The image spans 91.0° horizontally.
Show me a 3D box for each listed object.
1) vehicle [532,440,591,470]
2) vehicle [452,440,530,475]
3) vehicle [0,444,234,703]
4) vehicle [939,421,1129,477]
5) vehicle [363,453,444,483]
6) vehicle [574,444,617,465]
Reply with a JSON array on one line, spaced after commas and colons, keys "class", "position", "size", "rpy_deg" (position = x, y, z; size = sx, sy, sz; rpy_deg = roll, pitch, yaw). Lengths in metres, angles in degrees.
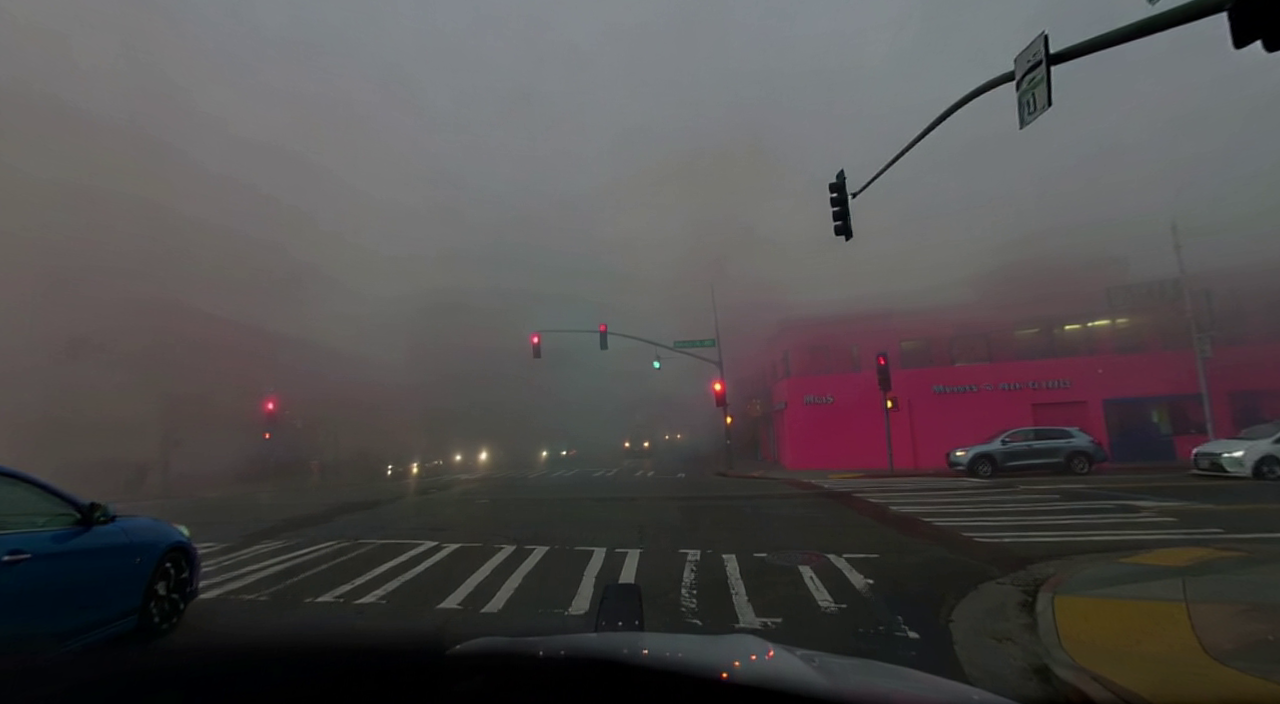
[{"class": "vehicle", "position": [-4.497, 5.993, 36.856], "size": [1.928, 1.647, 4.575], "rpy_deg": [-2, -9, 13]}, {"class": "vehicle", "position": [-8.393, 5.980, 36.058], "size": [2.152, 1.825, 5.406], "rpy_deg": [-2, -9, 12]}, {"class": "vehicle", "position": [-3.688, 0.978, 2.144], "size": [1.759, 1.325, 4.295], "rpy_deg": [0, -9, 0]}, {"class": "vehicle", "position": [11.575, 2.892, 18.791], "size": [4.355, 1.546, 1.820], "rpy_deg": [-1, -9, 6]}, {"class": "vehicle", "position": [-12.586, 6.175, 33.872], "size": [1.976, 1.425, 4.567], "rpy_deg": [-1, -9, 9]}, {"class": "vehicle", "position": [-3.043, 7.167, 44.031], "size": [1.743, 1.362, 4.350], "rpy_deg": [-2, -9, 14]}]
